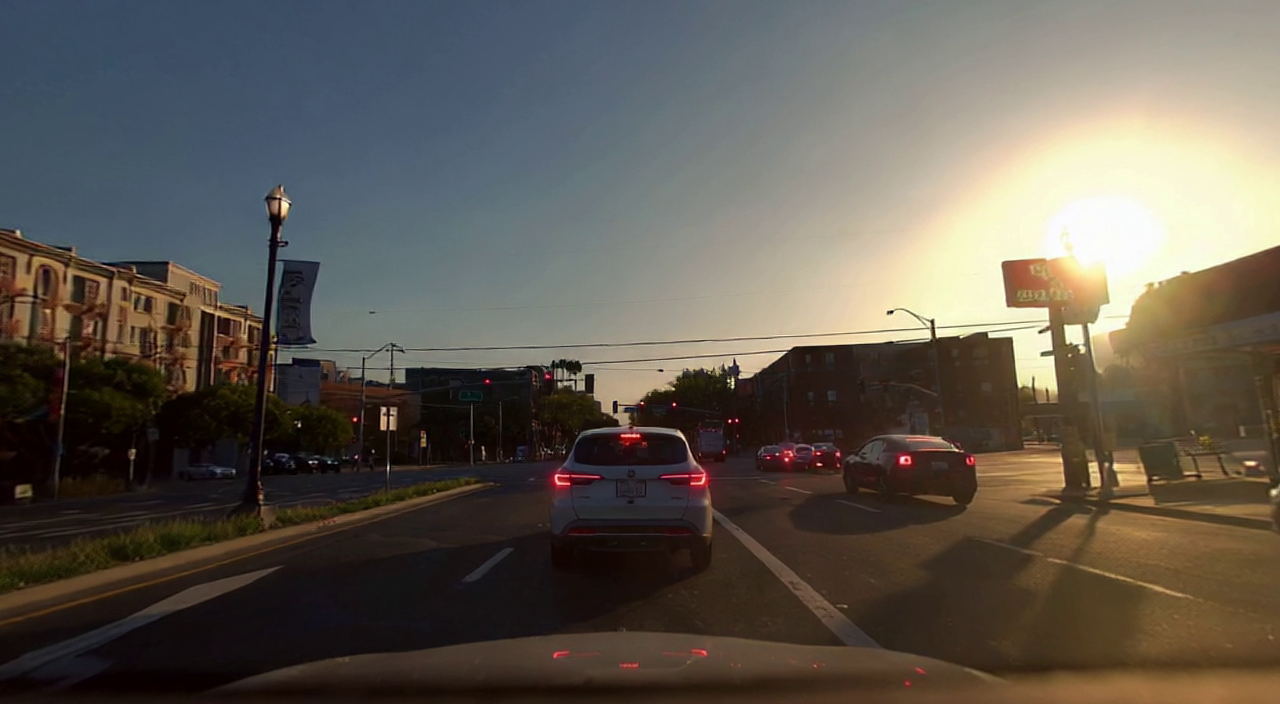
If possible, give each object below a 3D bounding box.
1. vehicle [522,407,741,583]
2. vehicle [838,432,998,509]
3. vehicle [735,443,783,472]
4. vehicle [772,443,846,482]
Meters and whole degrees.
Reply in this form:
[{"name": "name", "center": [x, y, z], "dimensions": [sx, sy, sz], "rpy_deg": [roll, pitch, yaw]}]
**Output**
[{"name": "vehicle", "center": [-0.065, 1.684, 8.135], "dimensions": [2.115, 1.700, 3.901], "rpy_deg": [0, -8, 1]}, {"name": "vehicle", "center": [6.779, 2.922, 16.061], "dimensions": [2.072, 1.652, 4.611], "rpy_deg": [0, -8, 2]}, {"name": "vehicle", "center": [6.386, 5.697, 34.220], "dimensions": [1.961, 1.477, 4.454], "rpy_deg": [0, -8, 3]}, {"name": "vehicle", "center": [6.857, 4.491, 25.983], "dimensions": [1.833, 1.452, 4.237], "rpy_deg": [0, -9, 0]}]
